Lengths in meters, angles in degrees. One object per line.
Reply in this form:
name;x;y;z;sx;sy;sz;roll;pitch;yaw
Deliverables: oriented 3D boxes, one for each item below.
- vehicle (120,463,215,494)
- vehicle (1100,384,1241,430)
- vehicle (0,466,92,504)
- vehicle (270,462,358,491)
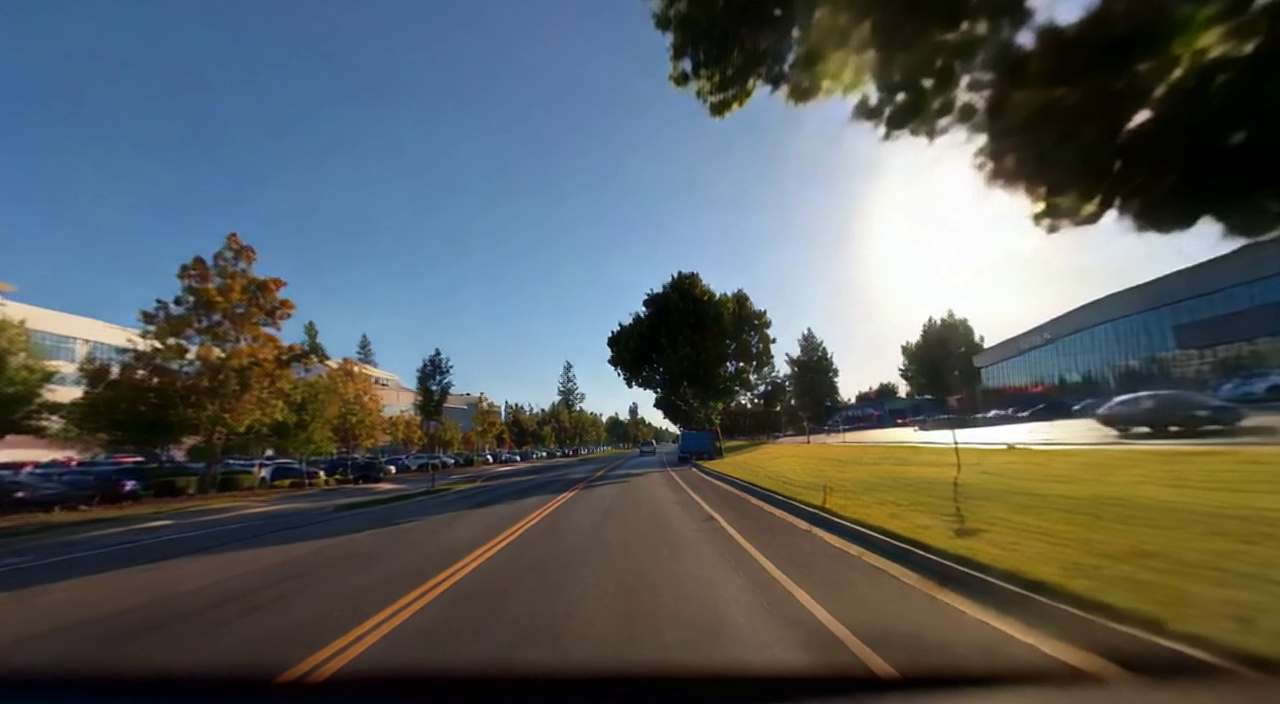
vehicle;-32.568;8.726;43.644;4.996;1.817;2.054;-3;-10;1
vehicle;21.260;2.318;25.617;1.871;1.582;4.500;0;-8;1
vehicle;-33.430;7.255;34.302;5.432;1.791;2.159;-3;-9;2
vehicle;-22.207;8.452;43.291;2.233;1.709;5.161;-3;-9;19
